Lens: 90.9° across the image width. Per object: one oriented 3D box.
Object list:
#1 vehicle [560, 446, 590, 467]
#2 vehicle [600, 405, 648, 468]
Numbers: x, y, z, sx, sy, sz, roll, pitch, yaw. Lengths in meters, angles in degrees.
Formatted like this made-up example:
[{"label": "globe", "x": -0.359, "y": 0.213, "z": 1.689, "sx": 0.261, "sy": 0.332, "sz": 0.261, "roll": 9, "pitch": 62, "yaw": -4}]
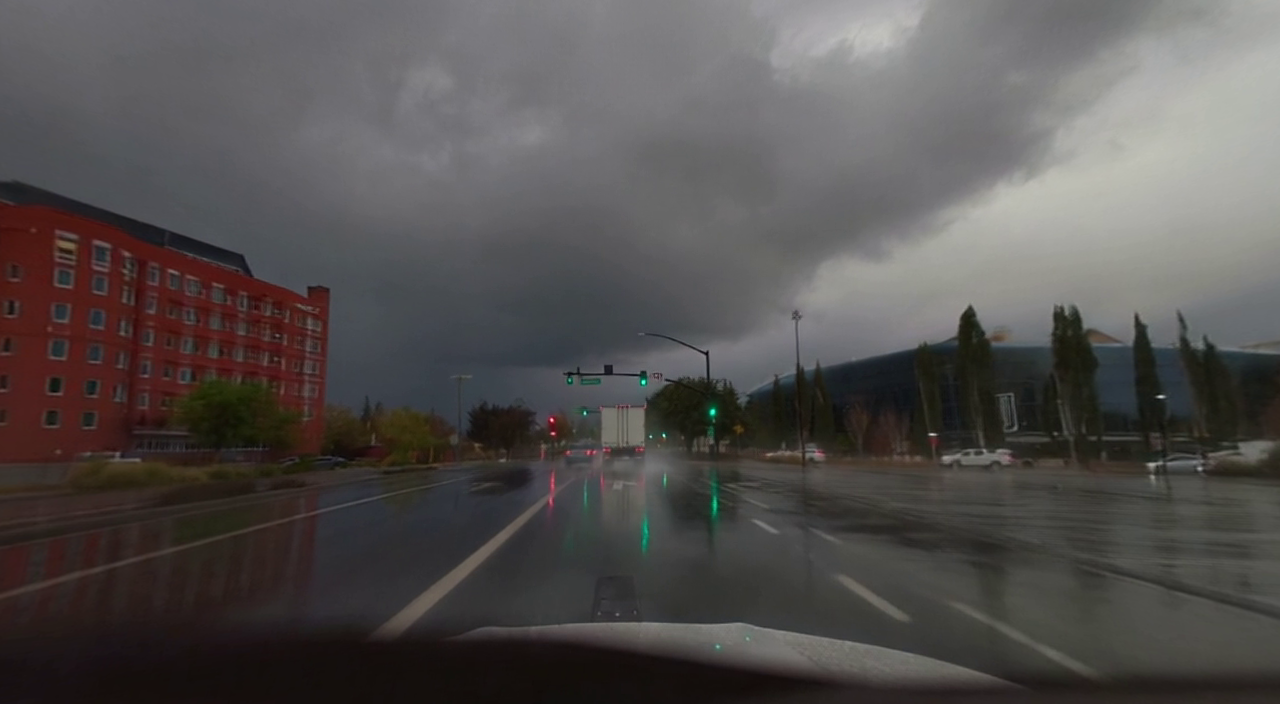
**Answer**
[{"label": "vehicle", "x": -4.869, "y": 7.904, "z": 47.691, "sx": 1.917, "sy": 1.462, "sz": 3.878, "roll": 0, "pitch": -8, "yaw": -1}, {"label": "vehicle", "x": -1.046, "y": 5.658, "z": 42.226, "sx": 2.876, "sy": 3.724, "sz": 9.351, "roll": 0, "pitch": -8, "yaw": -1}]
